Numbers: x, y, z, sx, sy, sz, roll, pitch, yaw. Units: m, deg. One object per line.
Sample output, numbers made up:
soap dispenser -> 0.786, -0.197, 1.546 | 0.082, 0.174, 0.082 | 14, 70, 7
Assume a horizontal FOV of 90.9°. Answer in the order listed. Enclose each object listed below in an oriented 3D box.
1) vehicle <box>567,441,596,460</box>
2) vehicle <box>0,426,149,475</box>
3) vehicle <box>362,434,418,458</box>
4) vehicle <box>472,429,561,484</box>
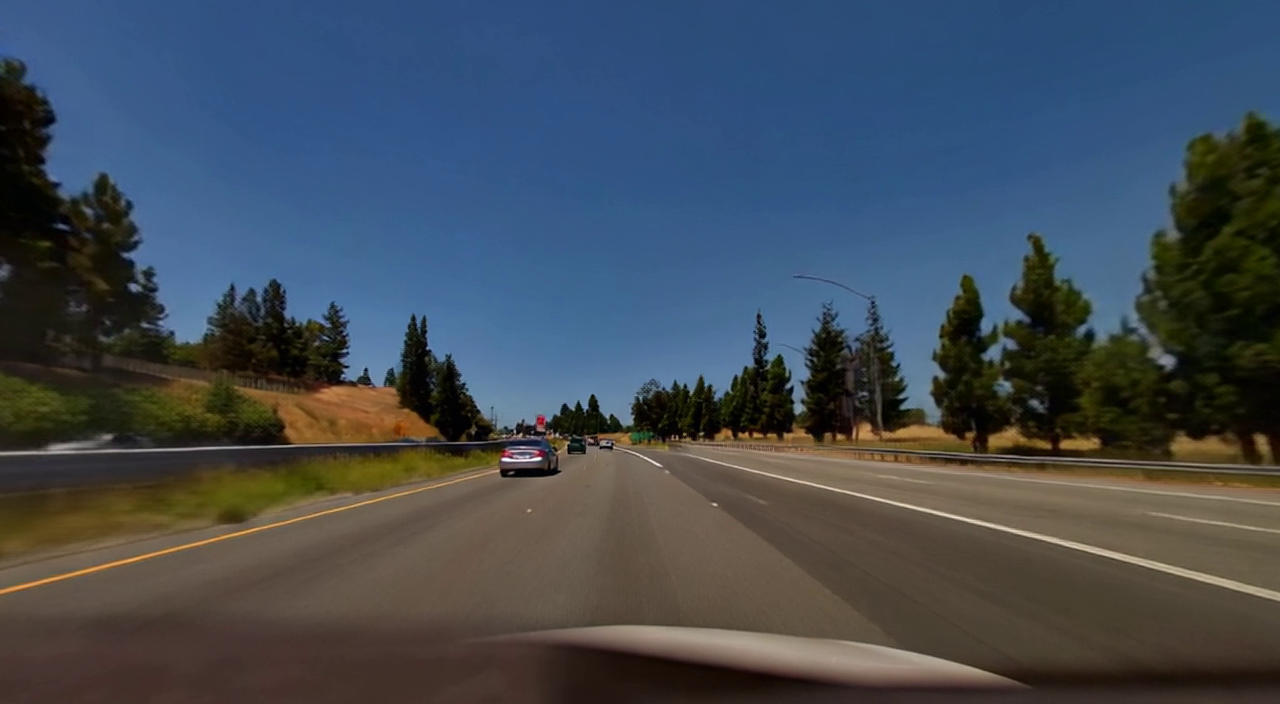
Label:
vehicle -> -4.397, 7.431, 47.917 | 1.874, 1.369, 3.875 | 0, -8, -2
vehicle -> -19.754, 3.406, 22.023 | 1.885, 1.527, 4.124 | 0, -8, -2
vehicle -> -16.140, 6.100, 40.981 | 1.838, 1.473, 4.625 | 0, -8, -2
vehicle -> -3.954, 3.441, 21.056 | 2.047, 1.612, 4.631 | 0, -8, 0
